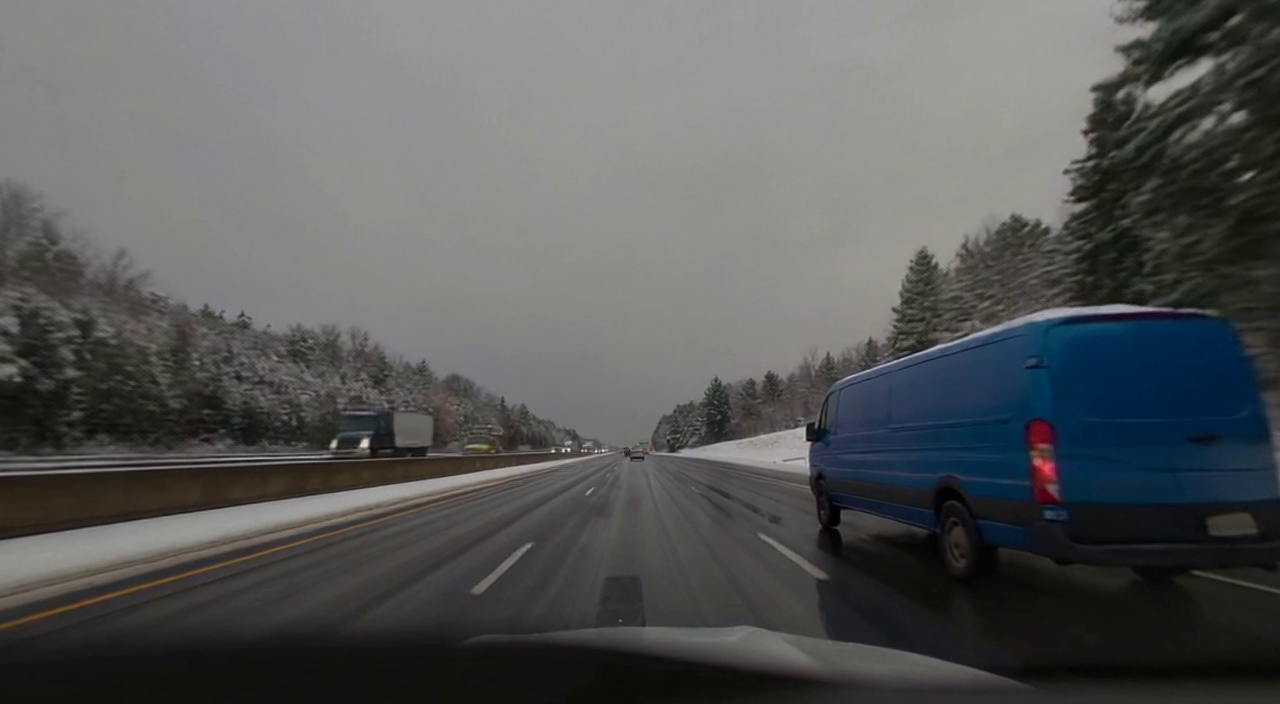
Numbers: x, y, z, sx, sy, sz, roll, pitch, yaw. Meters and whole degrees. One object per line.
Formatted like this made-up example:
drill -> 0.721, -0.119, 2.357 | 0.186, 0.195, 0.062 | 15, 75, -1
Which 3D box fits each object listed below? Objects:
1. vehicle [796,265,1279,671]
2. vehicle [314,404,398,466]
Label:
vehicle -> 3.964, 1.172, 7.271 | 2.552, 2.524, 6.630 | 0, -9, -1
vehicle -> -19.592, 5.866, 43.976 | 2.946, 3.975, 6.121 | 0, -9, 0
